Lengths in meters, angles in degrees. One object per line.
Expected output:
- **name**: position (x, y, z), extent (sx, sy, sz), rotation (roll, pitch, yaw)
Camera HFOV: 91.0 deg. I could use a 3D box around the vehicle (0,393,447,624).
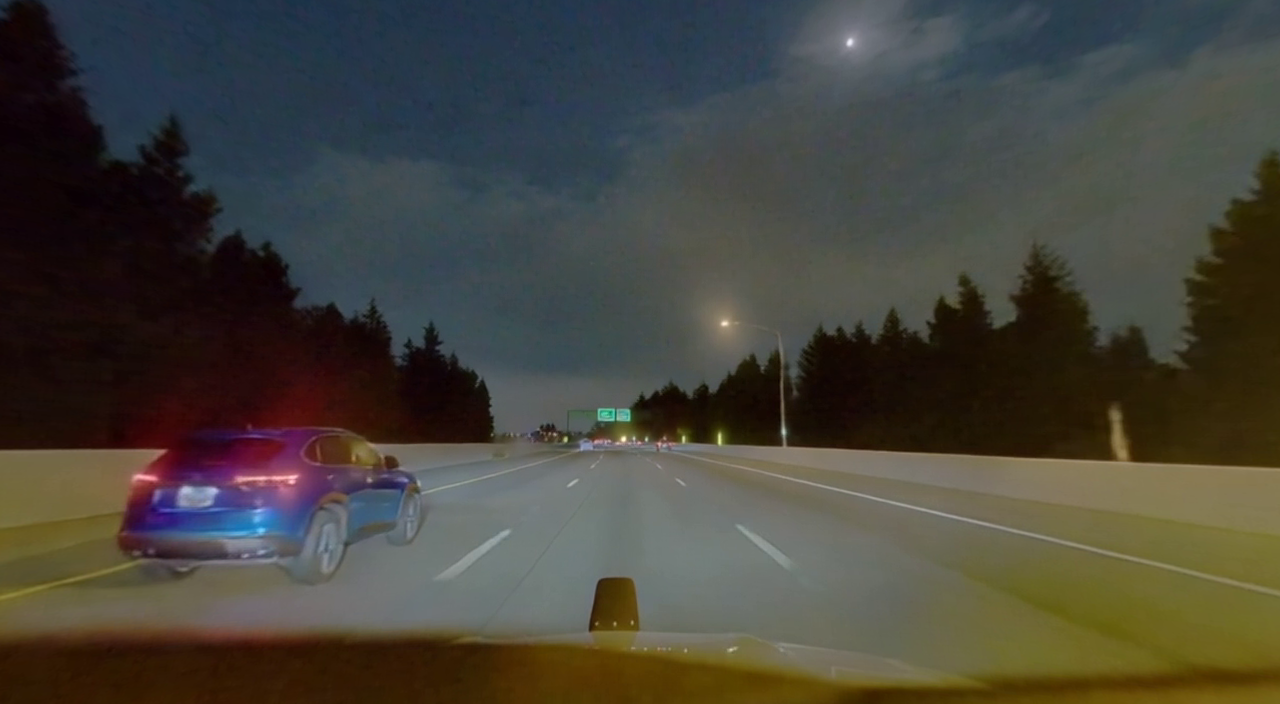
- **vehicle**: position (-3.776, 1.441, 6.769), extent (2.074, 1.652, 4.273), rotation (0, -8, -1)
